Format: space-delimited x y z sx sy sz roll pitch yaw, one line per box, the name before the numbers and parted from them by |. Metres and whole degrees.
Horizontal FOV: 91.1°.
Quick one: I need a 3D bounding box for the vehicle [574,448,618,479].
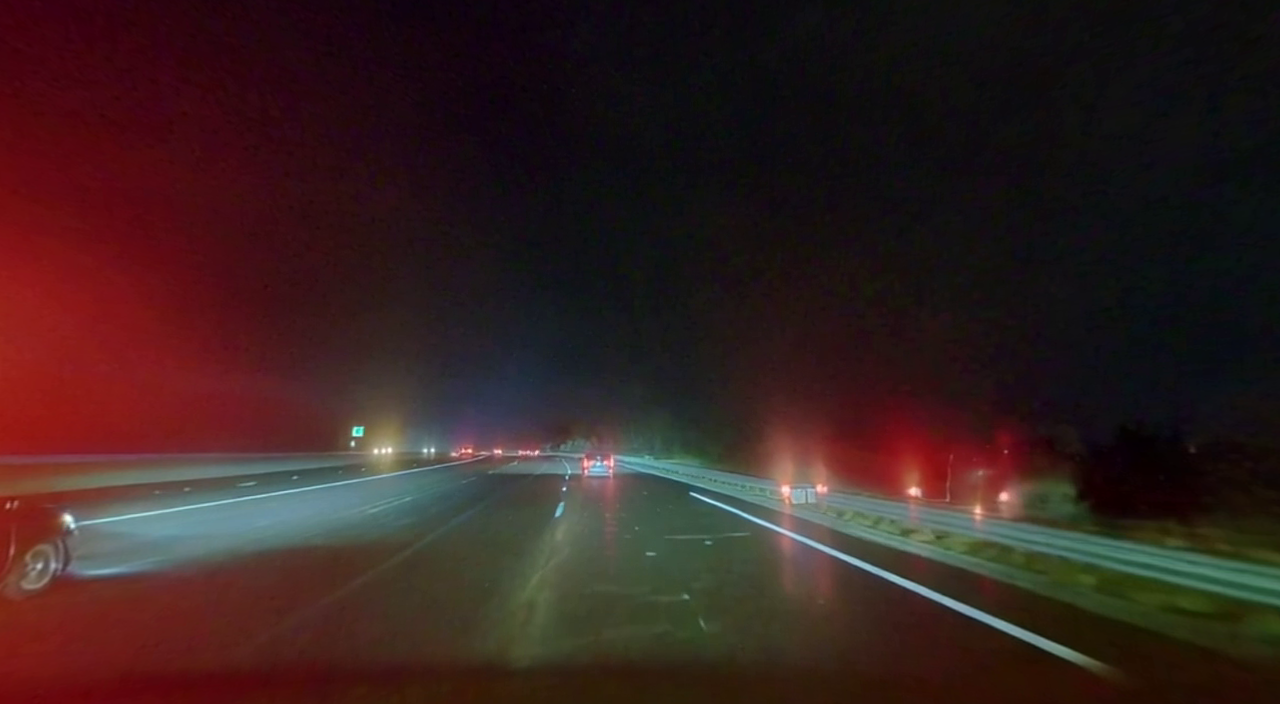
vehicle | -2.325 5.752 32.688 2.140 1.455 4.135 0 -9 -5
